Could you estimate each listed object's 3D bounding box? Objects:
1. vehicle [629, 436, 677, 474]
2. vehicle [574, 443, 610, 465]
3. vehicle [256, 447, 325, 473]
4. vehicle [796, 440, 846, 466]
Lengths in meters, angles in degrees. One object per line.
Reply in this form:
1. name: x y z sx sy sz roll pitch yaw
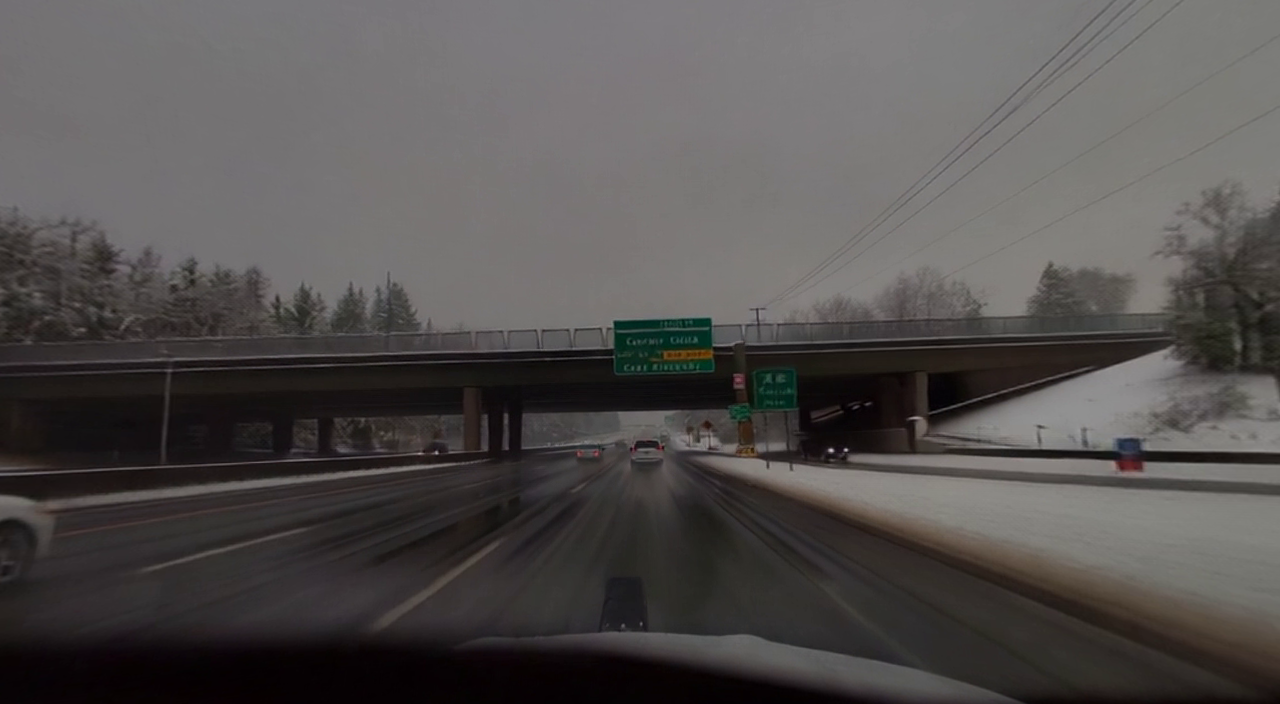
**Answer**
1. vehicle: 0.592 4.910 30.290 2.152 1.697 4.066 0 -8 0
2. vehicle: -3.235 6.985 43.366 2.056 1.464 4.564 0 -8 1
3. vehicle: -22.195 6.873 40.277 1.892 1.531 4.346 0 -8 1
4. vehicle: 12.530 6.982 43.895 2.009 1.675 4.196 1 -8 -3
